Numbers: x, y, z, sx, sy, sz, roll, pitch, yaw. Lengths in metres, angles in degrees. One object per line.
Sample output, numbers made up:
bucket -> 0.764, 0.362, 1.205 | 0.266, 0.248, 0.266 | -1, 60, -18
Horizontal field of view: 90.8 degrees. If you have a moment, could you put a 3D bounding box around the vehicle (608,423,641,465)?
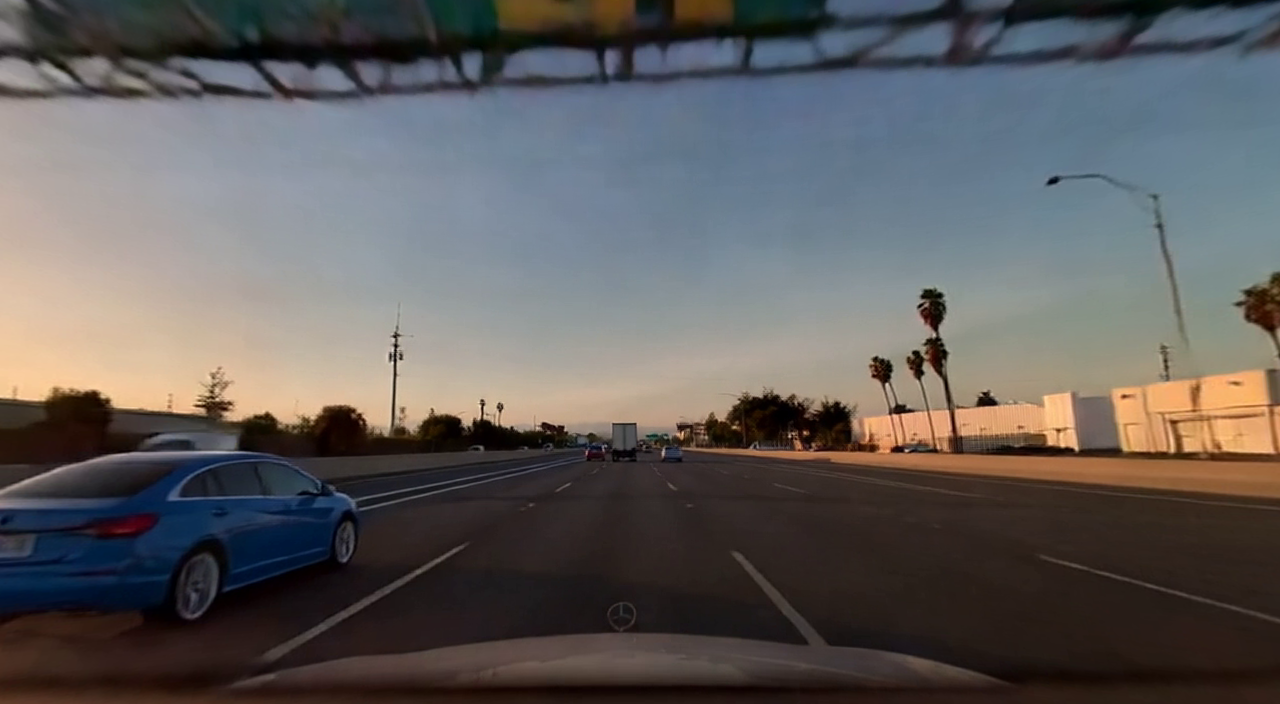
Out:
vehicle -> -1.185, 7.083, 48.711 | 2.364, 2.953, 6.495 | 0, -8, -1

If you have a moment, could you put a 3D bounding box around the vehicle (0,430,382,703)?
vehicle -> -4.021, 1.401, 4.994 | 2.097, 1.447, 4.291 | 0, -8, 1
